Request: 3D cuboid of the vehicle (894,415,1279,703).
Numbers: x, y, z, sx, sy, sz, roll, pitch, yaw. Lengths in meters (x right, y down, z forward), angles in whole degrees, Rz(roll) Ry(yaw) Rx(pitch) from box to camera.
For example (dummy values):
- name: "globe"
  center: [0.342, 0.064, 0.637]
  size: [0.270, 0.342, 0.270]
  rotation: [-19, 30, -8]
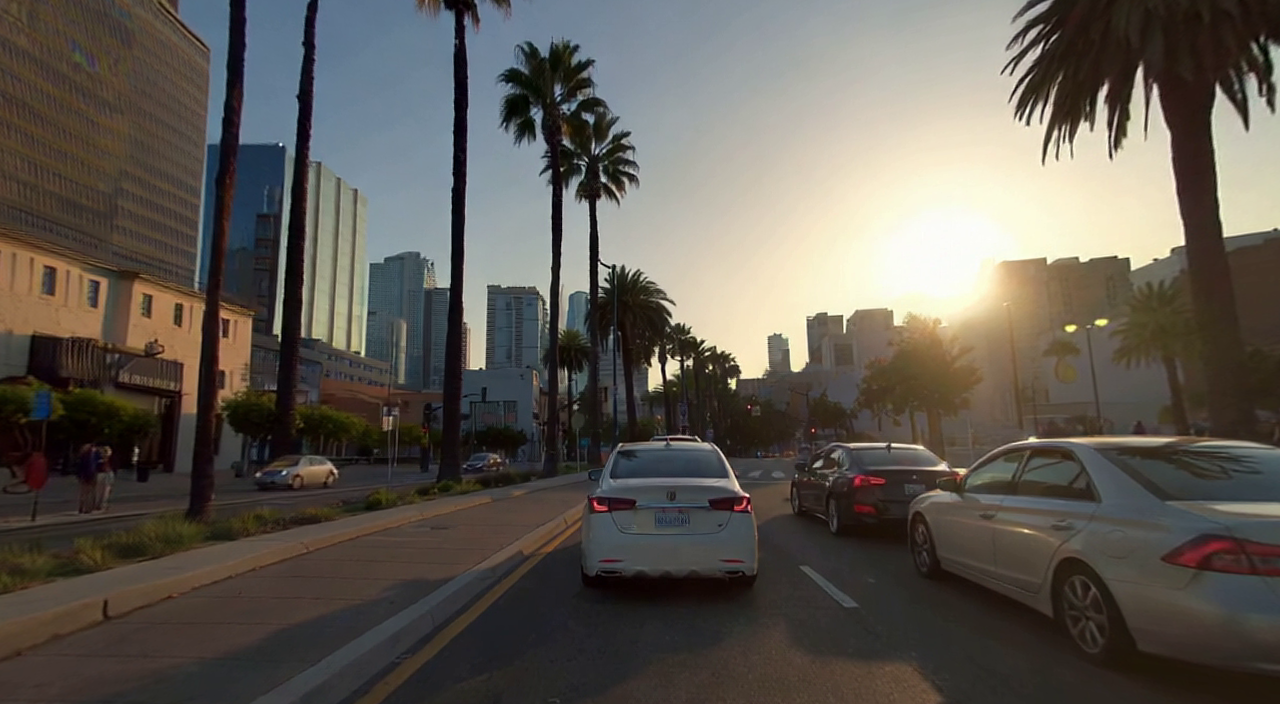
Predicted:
- name: "vehicle"
  center: [3.640, 1.299, 4.582]
  size: [1.913, 1.469, 4.425]
  rotation: [-1, -9, 3]

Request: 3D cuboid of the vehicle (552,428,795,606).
- name: "vehicle"
  center: [0.325, 1.700, 7.327]
  size: [2.078, 1.503, 3.681]
  rotation: [0, -9, 1]

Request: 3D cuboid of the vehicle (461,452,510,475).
- name: "vehicle"
  center: [-12.112, 8.743, 49.767]
  size: [2.078, 1.662, 4.436]
  rotation: [-2, -9, 9]

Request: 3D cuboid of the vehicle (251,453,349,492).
- name: "vehicle"
  center: [-15.343, 5.424, 28.769]
  size: [1.801, 1.563, 4.015]
  rotation: [-2, -9, 9]
